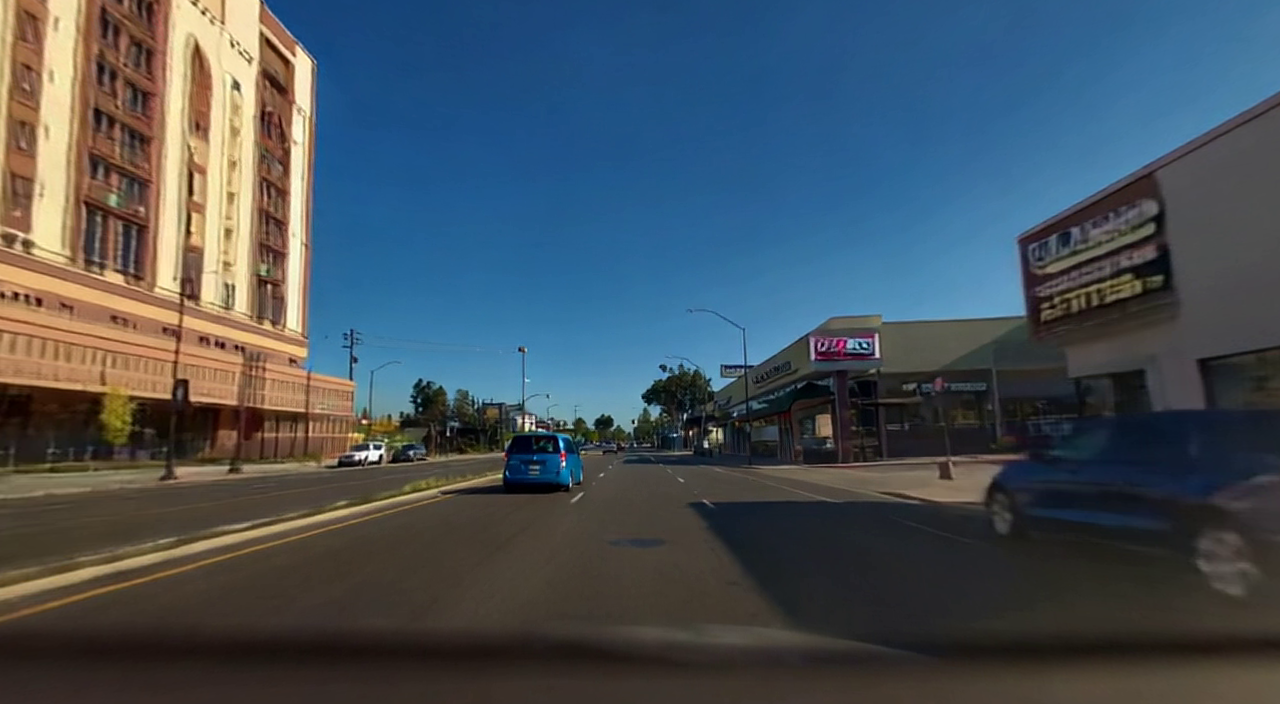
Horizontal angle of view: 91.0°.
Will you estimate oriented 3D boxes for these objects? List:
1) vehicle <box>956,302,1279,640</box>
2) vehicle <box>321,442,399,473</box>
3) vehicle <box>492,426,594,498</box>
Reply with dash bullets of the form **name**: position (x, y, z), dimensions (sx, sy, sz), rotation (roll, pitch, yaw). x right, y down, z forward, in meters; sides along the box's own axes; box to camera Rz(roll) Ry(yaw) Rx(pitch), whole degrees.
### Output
- **vehicle**: position (6.300, 1.200, 6.751), dimensions (2.642, 2.582, 6.157), rotation (0, -8, 1)
- **vehicle**: position (-14.492, 5.486, 32.853), dimensions (1.909, 1.490, 4.531), rotation (0, -8, 1)
- **vehicle**: position (-2.481, 2.929, 17.089), dimensions (2.080, 1.722, 3.766), rotation (0, -8, 1)
